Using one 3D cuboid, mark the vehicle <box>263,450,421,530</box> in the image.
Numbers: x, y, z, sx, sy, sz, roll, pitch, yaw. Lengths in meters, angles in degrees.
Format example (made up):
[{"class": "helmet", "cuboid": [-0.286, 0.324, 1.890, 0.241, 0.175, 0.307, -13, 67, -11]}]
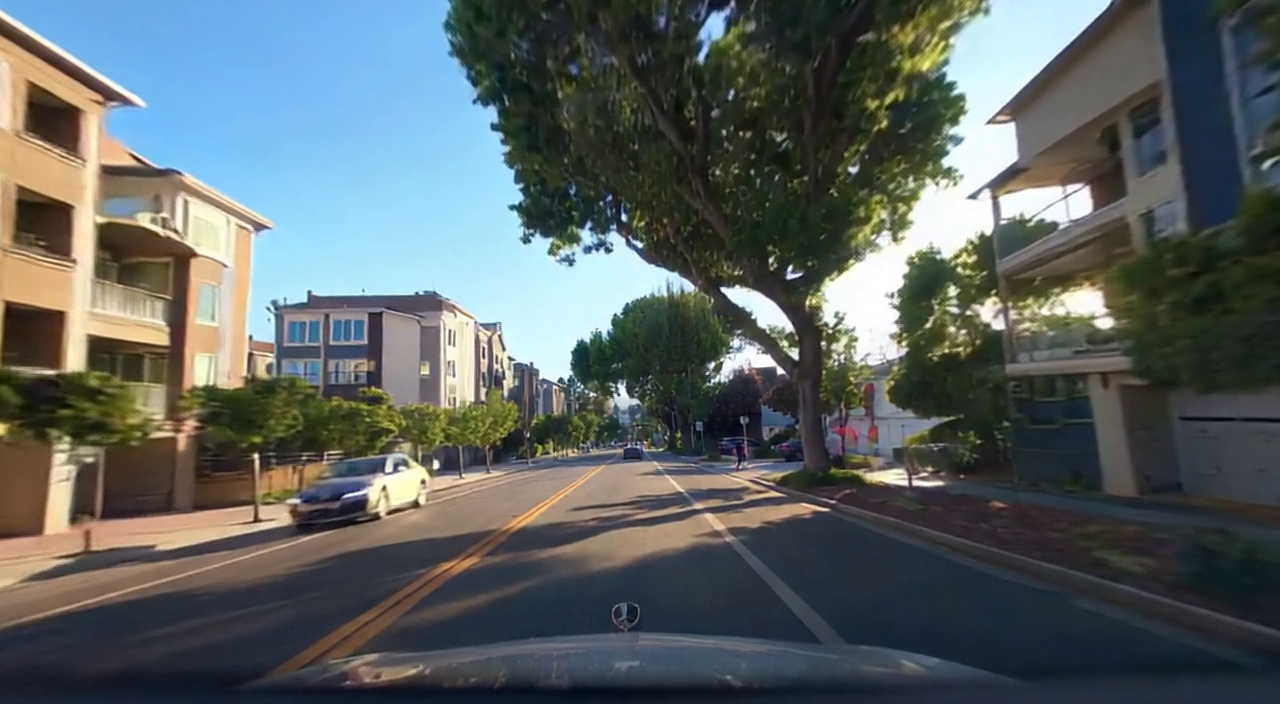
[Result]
[{"class": "vehicle", "cuboid": [-7.407, 3.405, 16.255, 2.010, 1.553, 4.312, -5, -8, 0]}]
